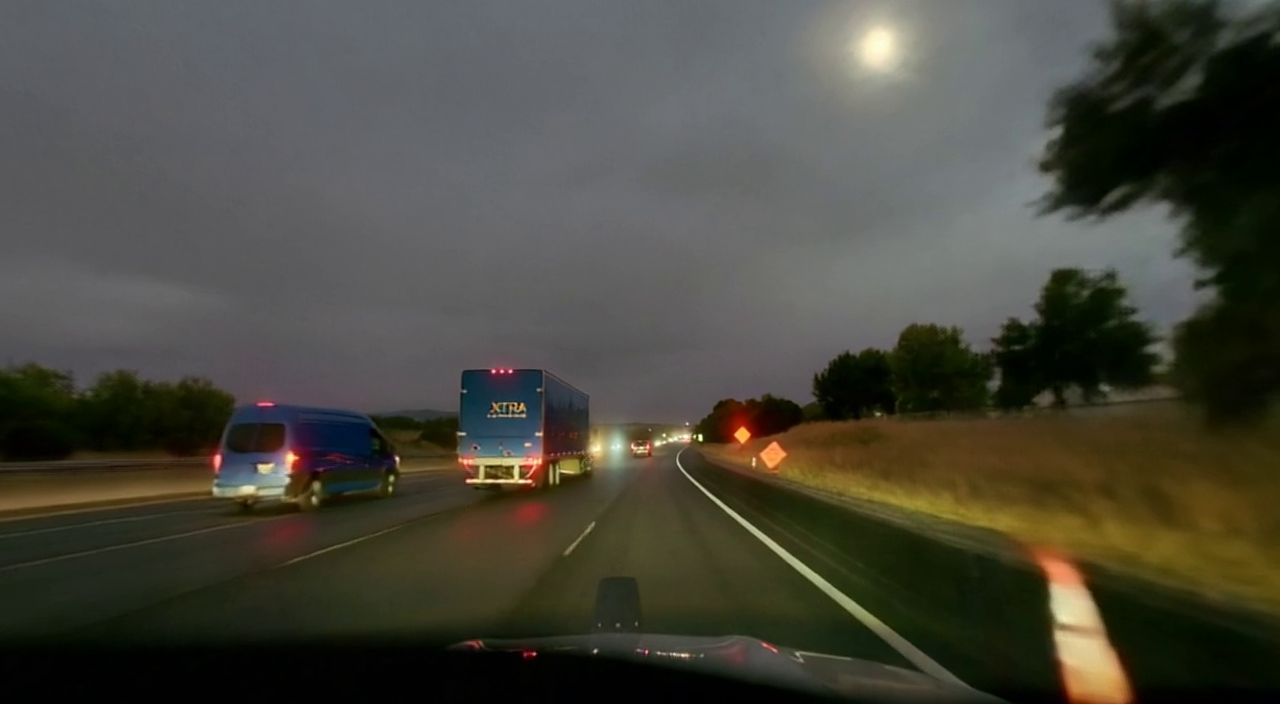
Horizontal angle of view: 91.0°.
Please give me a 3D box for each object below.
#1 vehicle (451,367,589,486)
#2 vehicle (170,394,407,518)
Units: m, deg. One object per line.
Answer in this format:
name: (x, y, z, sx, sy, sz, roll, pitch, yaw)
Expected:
vehicle: (-4.436, 3.192, 26.053, 3.183, 4.011, 9.617, 0, -8, 4)
vehicle: (-8.609, 2.636, 16.427, 2.469, 2.615, 5.874, 0, -8, 3)
